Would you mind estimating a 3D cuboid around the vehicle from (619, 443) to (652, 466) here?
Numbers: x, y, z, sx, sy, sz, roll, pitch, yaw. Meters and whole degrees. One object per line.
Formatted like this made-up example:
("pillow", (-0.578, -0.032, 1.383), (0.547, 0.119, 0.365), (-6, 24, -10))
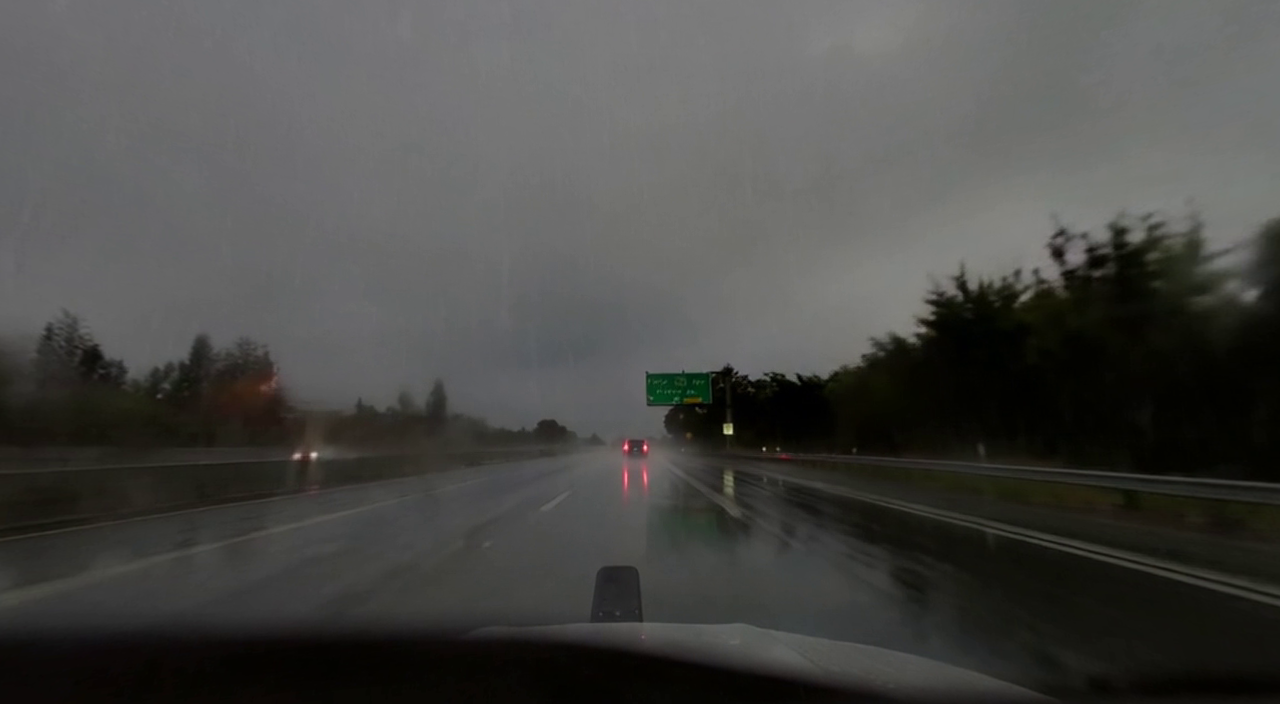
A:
("vehicle", (-0.331, 6.886, 42.621), (2.080, 1.468, 3.884), (0, -8, -1))
